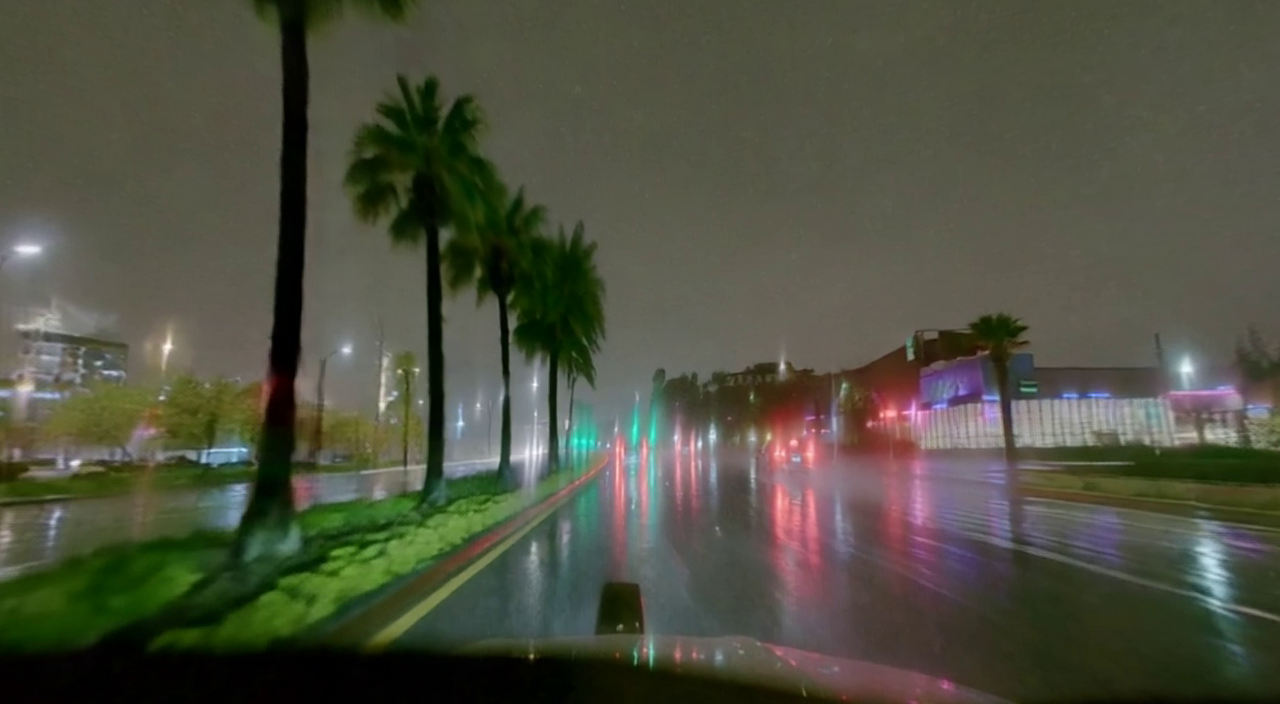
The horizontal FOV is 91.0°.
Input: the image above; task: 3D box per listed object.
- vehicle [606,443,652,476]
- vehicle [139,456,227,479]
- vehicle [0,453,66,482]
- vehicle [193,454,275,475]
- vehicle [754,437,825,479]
[{"bbox_3d":[-0.474,4.903,28.899,1.970,1.402,3.756,0,-8,-1],"label":"vehicle"},{"bbox_3d":[-31.257,7.873,43.158,4.452,1.470,2.016,0,-9,-1],"label":"vehicle"},{"bbox_3d":[-44.581,8.205,45.032,2.083,1.900,5.420,0,-8,-4],"label":"vehicle"},{"bbox_3d":[-31.136,8.598,48.358,4.767,1.489,2.051,0,-8,-3],"label":"vehicle"},{"bbox_3d":[6.226,4.453,26.693,1.949,1.647,3.894,0,-8,-2],"label":"vehicle"}]
